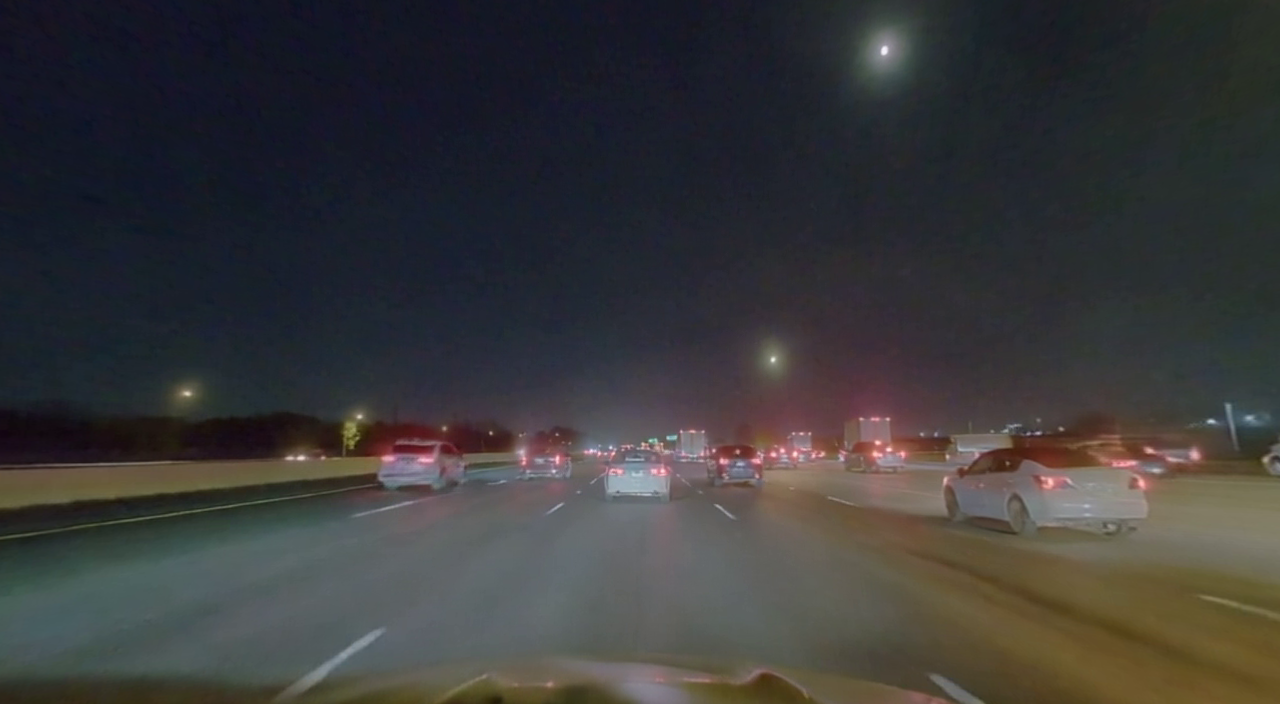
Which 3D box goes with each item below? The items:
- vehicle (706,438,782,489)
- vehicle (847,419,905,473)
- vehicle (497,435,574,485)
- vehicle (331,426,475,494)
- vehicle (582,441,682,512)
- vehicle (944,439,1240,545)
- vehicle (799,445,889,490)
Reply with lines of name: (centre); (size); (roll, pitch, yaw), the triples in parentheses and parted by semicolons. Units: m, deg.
vehicle: (3.637, 3.993, 22.836); (2.053, 1.666, 4.106); (0, -9, 0)
vehicle: (17.375, 6.942, 46.556); (2.777, 3.740, 3.338); (1, -9, -1)
vehicle: (-3.883, 4.130, 24.295); (2.079, 1.741, 4.436); (0, -9, 2)
vehicle: (-7.843, 3.675, 21.768); (2.487, 1.986, 6.157); (0, -9, 1)
vehicle: (-0.143, 2.973, 15.501); (2.132, 1.499, 4.038); (0, -9, 1)
vehicle: (7.628, 2.371, 11.380); (2.021, 1.505, 4.480); (0, -9, 0)
vehicle: (7.411, 4.225, 23.359); (1.942, 1.482, 4.250); (0, -9, 0)
